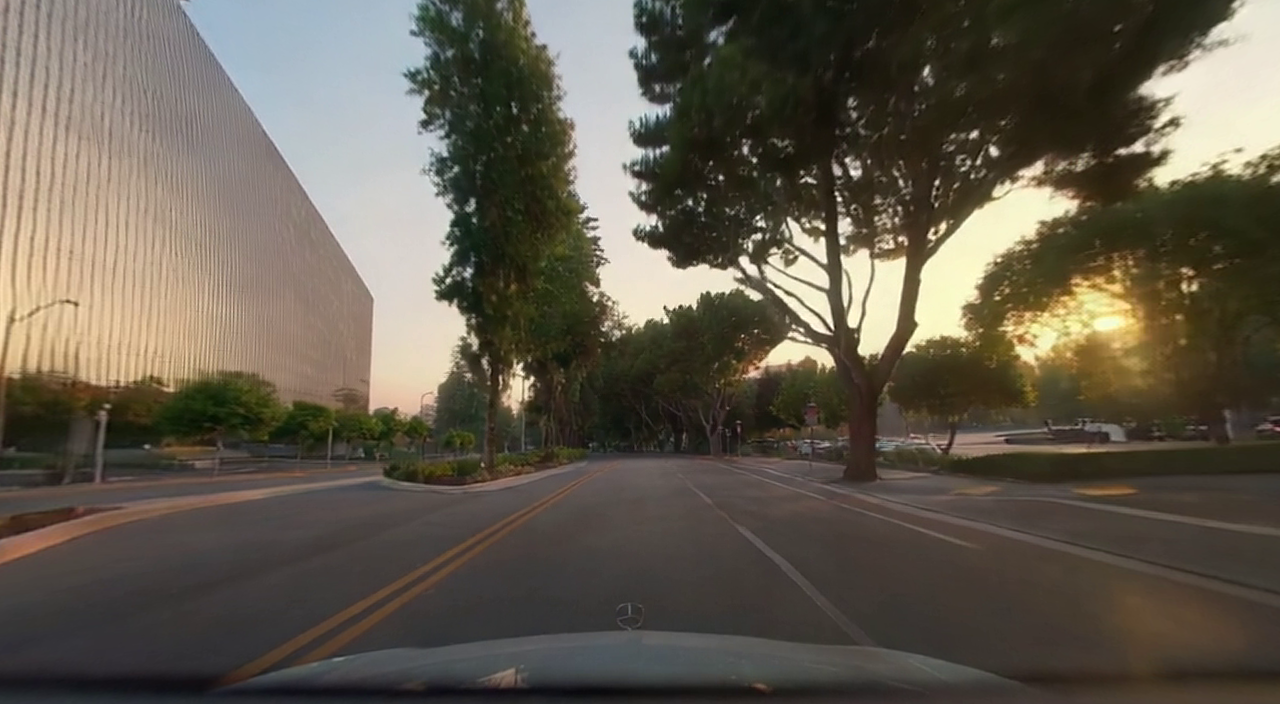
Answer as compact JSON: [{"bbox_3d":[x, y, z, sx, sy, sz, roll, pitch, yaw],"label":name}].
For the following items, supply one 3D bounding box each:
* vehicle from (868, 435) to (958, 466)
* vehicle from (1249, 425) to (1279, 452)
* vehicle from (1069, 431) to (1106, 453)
[{"bbox_3d":[15.836,5.749,36.755,4.198,1.552,2.087,-3,-9,0],"label":"vehicle"},{"bbox_3d":[35.184,4.765,34.734,1.828,1.443,3.905,-7,-10,38],"label":"vehicle"},{"bbox_3d":[35.334,7.063,49.726,1.924,1.636,4.297,-5,-10,39],"label":"vehicle"}]
